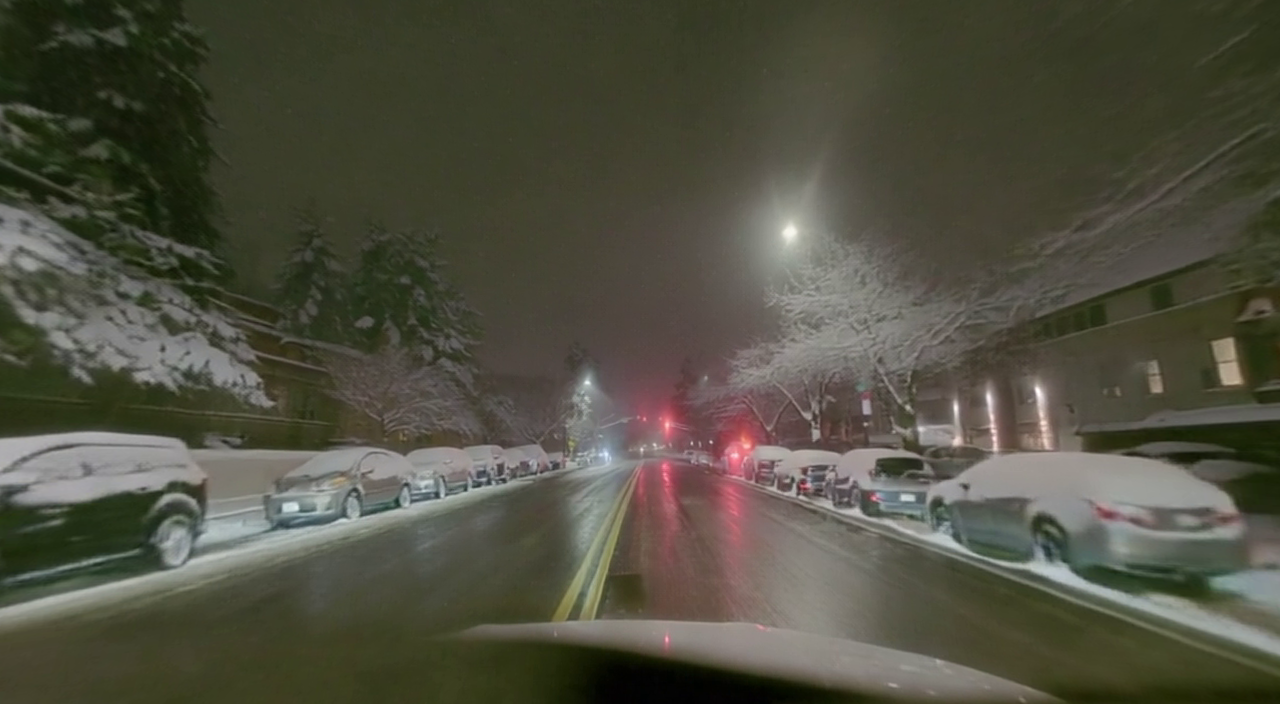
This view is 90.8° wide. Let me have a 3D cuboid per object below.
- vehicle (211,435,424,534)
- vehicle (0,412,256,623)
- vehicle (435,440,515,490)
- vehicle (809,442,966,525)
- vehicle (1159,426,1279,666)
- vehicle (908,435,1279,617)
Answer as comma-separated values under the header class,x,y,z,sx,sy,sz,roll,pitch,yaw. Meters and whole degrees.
class,x,y,z,sx,sy,sz,roll,pitch,yaw
vehicle,-6.331,2.628,13.205,1.947,1.665,4.716,0,-9,0
vehicle,-6.434,1.547,6.116,2.033,1.759,5.372,-1,-9,0
vehicle,-6.262,4.336,24.536,1.904,1.727,4.530,0,-9,-1
vehicle,5.059,2.714,13.577,1.729,1.479,4.101,0,-9,0
vehicle,4.950,1.000,2.508,1.861,1.490,4.619,0,-9,0
vehicle,5.143,1.813,7.646,1.747,1.486,4.672,0,-9,0
